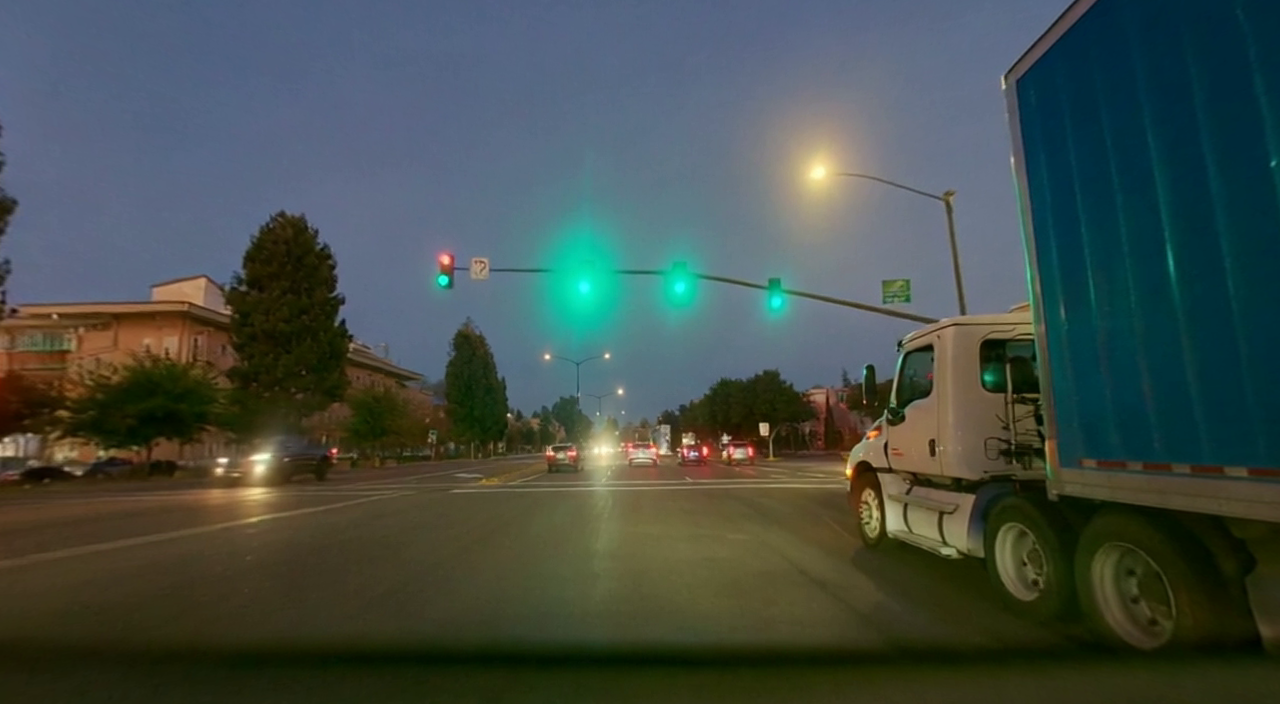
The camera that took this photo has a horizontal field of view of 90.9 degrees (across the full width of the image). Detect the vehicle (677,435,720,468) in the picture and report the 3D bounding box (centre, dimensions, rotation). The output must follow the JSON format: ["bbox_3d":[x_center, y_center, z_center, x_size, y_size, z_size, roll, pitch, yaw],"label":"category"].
[{"bbox_3d":[3.574,6.200,39.470,2.196,1.908,4.412,0,-8,-1],"label":"vehicle"}]

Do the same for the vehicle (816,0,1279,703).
[{"bbox_3d":[3.888,-0.025,4.151,3.006,3.679,8.506,0,-8,0],"label":"vehicle"}]

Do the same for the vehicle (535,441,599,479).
[{"bbox_3d":[-3.124,4.725,27.963,2.211,1.537,4.666,0,-8,1],"label":"vehicle"}]

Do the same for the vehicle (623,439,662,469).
[{"bbox_3d":[0.141,6.234,38.790,2.276,1.704,3.925,0,-8,0],"label":"vehicle"}]

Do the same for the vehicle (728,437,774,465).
[{"bbox_3d":[7.651,6.896,43.950,2.174,1.793,5.061,0,-8,-1],"label":"vehicle"}]

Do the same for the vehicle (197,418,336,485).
[{"bbox_3d":[-18.143,4.896,31.295,2.473,2.894,7.075,0,-8,0],"label":"vehicle"}]
